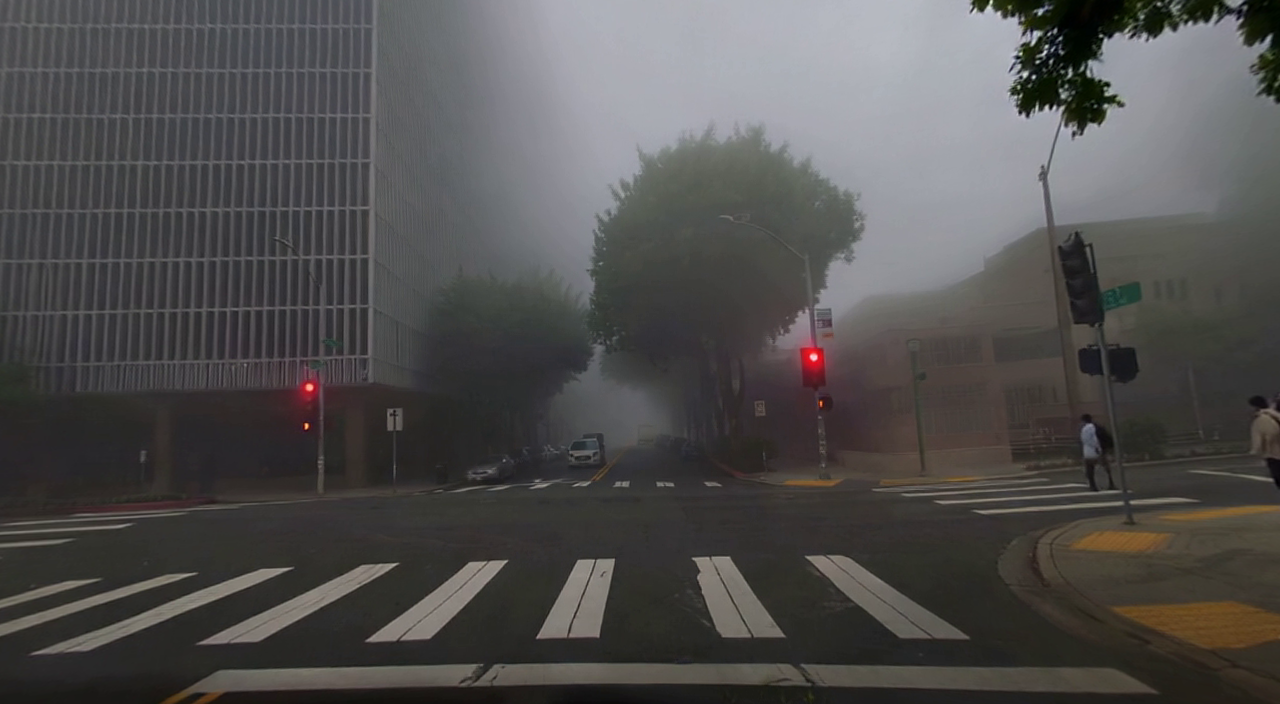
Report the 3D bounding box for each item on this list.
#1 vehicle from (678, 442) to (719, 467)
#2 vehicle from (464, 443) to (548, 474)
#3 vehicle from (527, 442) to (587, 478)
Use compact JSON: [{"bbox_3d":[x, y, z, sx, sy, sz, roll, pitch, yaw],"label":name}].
[{"bbox_3d":[3.547,6.280,38.860,1.853,1.426,4.160,1,-8,-3],"label":"vehicle"},{"bbox_3d":[-8.022,6.356,38.012,4.526,1.726,1.963,8,-12,-44],"label":"vehicle"},{"bbox_3d":[-3.665,4.844,28.643,1.989,1.481,4.500,0,-8,1],"label":"vehicle"}]
